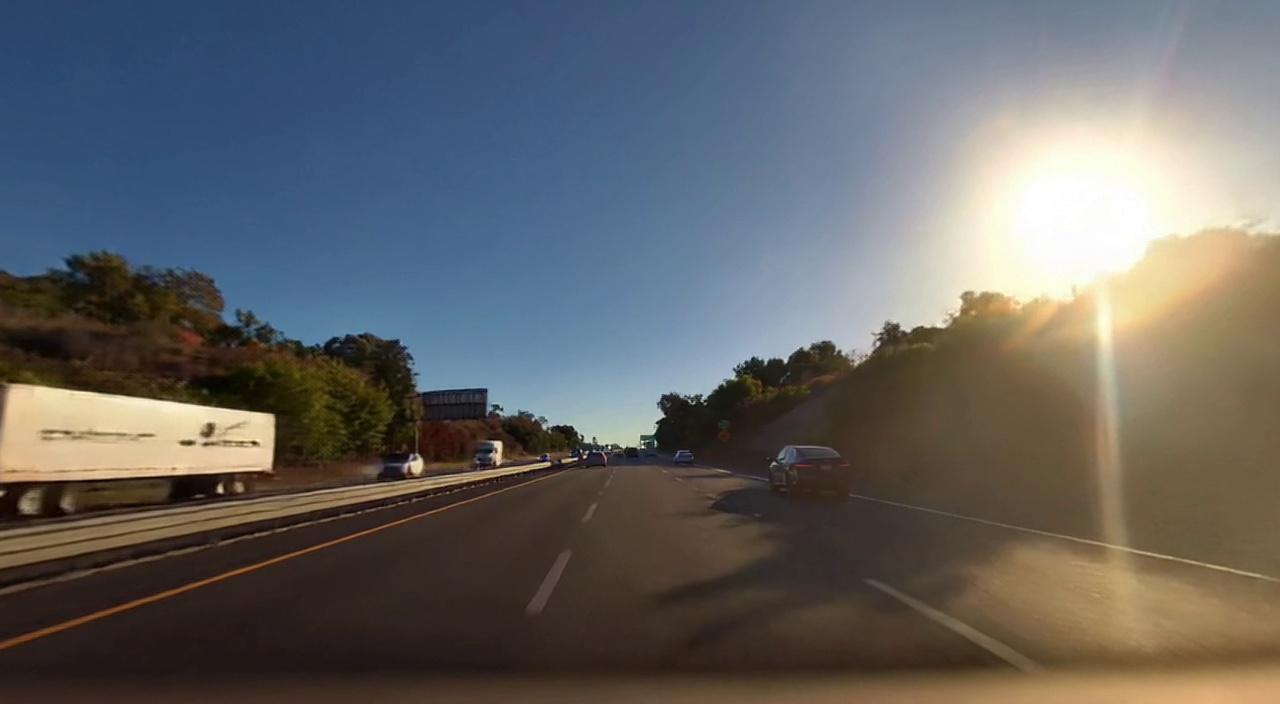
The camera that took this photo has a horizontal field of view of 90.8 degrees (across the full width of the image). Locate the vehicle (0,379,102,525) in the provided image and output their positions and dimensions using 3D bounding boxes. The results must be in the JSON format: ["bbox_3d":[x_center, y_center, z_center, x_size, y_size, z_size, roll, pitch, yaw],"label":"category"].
[{"bbox_3d":[-19.254,2.803,17.670,2.977,4.017,5.889,0,-9,-2],"label":"vehicle"}]

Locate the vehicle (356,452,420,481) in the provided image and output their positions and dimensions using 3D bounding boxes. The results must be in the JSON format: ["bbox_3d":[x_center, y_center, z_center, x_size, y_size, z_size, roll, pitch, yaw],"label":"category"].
[{"bbox_3d":[-15.411,6.992,38.833,2.034,1.647,4.778,0,-9,-1],"label":"vehicle"}]

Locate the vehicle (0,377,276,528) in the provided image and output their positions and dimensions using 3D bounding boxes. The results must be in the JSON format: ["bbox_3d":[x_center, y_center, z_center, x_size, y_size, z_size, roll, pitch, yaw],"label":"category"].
[{"bbox_3d":[-19.466,3.834,24.298,2.919,4.173,14.038,0,-9,-2],"label":"vehicle"}]

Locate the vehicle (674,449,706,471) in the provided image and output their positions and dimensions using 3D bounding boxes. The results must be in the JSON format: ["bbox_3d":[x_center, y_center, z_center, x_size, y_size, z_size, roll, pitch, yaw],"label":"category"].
[{"bbox_3d":[3.546,7.703,45.103,1.846,1.480,3.694,0,-9,-2],"label":"vehicle"}]

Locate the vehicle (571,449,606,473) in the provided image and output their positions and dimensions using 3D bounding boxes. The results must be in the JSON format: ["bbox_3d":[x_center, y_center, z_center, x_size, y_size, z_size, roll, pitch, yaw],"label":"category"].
[{"bbox_3d":[-3.420,7.316,42.564,2.021,1.507,4.272,0,-9,-1],"label":"vehicle"}]

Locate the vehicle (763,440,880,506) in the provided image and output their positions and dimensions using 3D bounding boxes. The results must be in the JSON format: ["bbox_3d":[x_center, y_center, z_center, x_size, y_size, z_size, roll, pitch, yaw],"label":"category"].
[{"bbox_3d":[4.783,3.232,17.263,1.903,1.566,3.866,0,-9,-2],"label":"vehicle"}]
